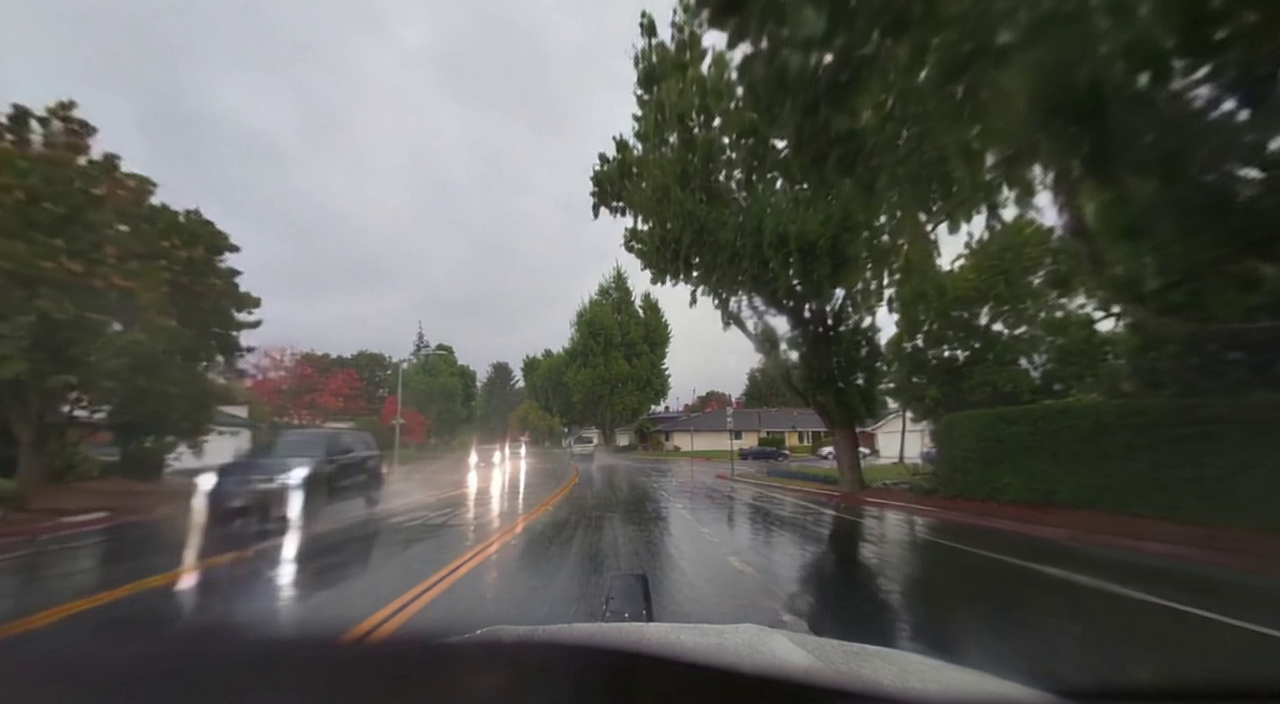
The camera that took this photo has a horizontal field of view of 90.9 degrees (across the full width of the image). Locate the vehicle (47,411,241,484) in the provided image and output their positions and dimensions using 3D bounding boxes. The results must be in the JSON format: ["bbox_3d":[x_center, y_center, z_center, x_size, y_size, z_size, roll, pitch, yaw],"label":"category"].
[{"bbox_3d":[-20.261,3.887,25.883,6.474,2.781,2.364,-1,-9,11],"label":"vehicle"}]

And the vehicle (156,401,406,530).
[{"bbox_3d":[-6.717,2.201,12.675,2.281,2.069,4.797,0,-9,-2],"label":"vehicle"}]

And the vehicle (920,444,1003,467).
[{"bbox_3d":[21.808,7.022,42.884,4.607,1.481,1.884,-1,-9,10],"label":"vehicle"}]

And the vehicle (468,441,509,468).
[{"bbox_3d":[-9.329,6.344,39.169,1.910,1.538,4.478,0,-8,-7],"label":"vehicle"}]
